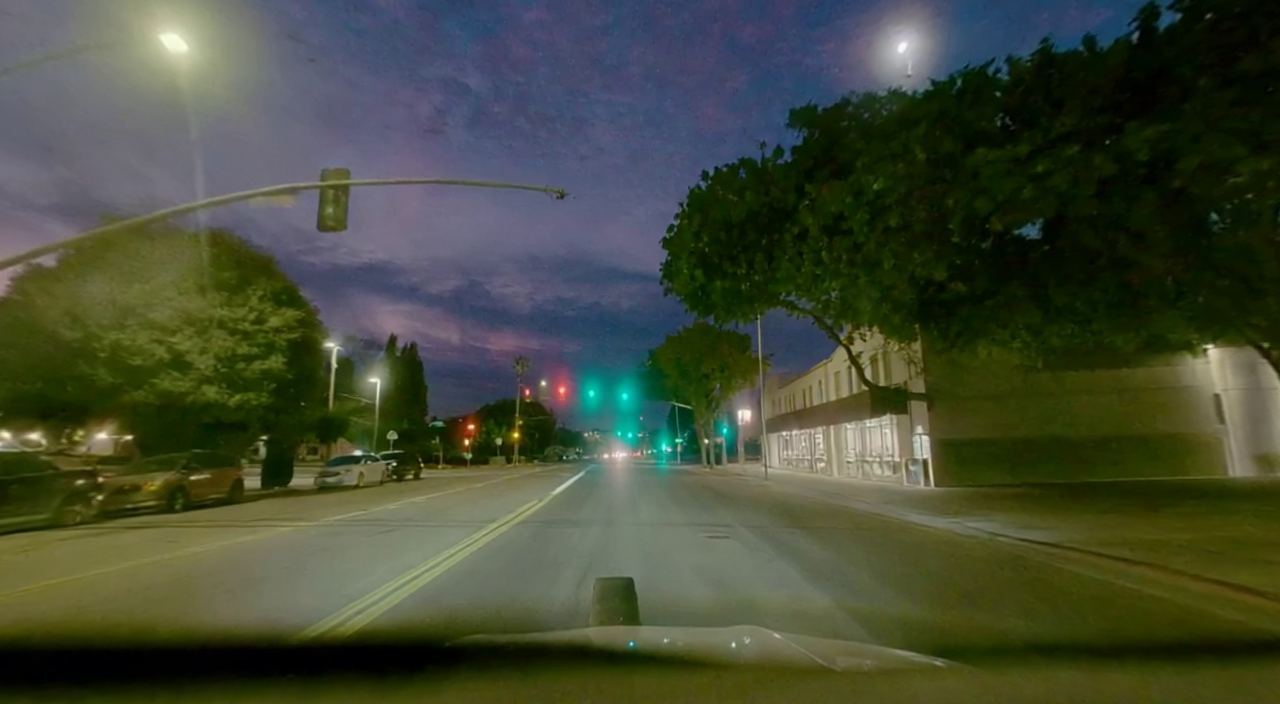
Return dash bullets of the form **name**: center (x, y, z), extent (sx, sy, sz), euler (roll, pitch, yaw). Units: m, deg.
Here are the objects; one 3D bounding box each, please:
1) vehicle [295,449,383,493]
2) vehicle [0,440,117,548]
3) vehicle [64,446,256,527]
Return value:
- **vehicle**: center (-12.542, 4.940, 26.481), extent (1.923, 1.706, 3.802), euler (0, -9, -3)
- **vehicle**: center (-11.505, 2.331, 10.331), extent (1.996, 1.760, 4.635), euler (0, -9, -3)
- **vehicle**: center (-11.967, 3.332, 16.124), extent (1.894, 1.630, 4.083), euler (-4, -9, -3)
